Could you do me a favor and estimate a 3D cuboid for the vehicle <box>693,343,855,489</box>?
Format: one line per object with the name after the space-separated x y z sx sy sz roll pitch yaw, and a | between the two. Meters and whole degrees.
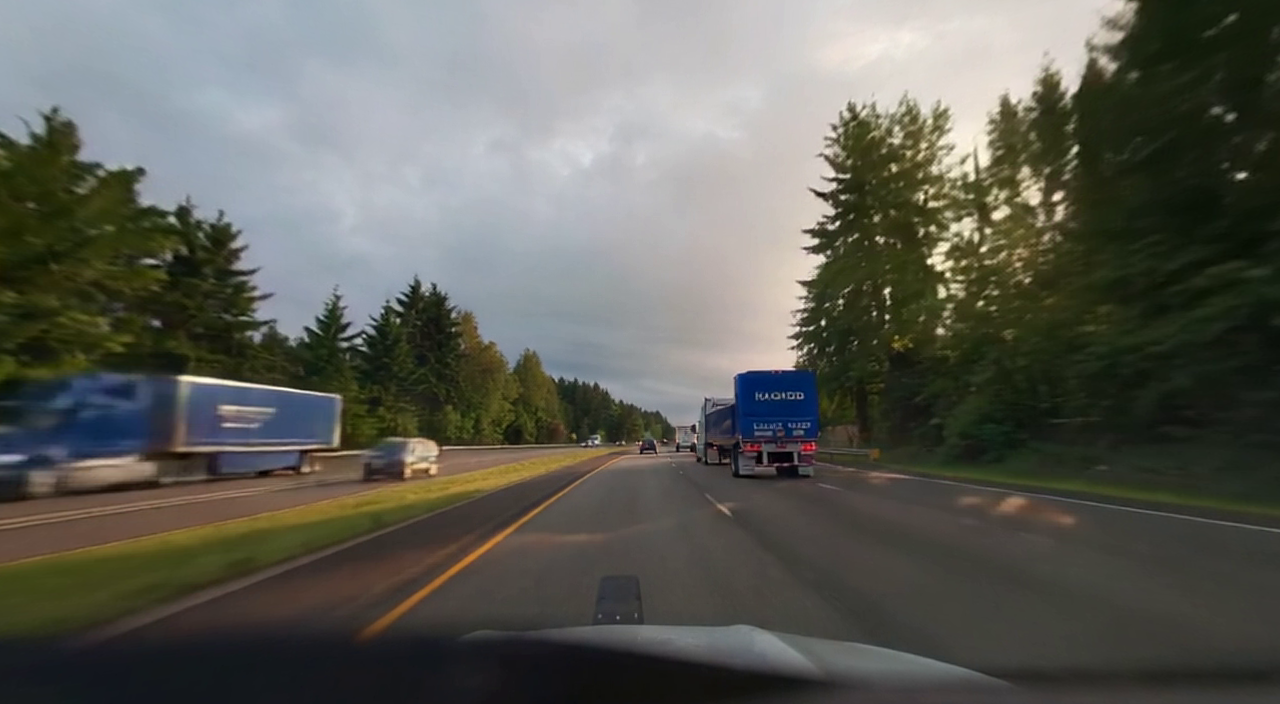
4.334 2.684 24.630 3.171 4.072 13.784 0 -8 0 | vehicle

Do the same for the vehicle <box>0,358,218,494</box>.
-18.199 2.557 21.698 3.000 4.016 5.901 0 -8 1 | vehicle

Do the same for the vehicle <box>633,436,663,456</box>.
0.604 7.157 48.209 2.209 1.499 4.144 0 -8 1 | vehicle

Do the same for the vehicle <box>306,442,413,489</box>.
-10.279 4.145 23.458 2.142 1.532 3.971 0 -8 1 | vehicle
